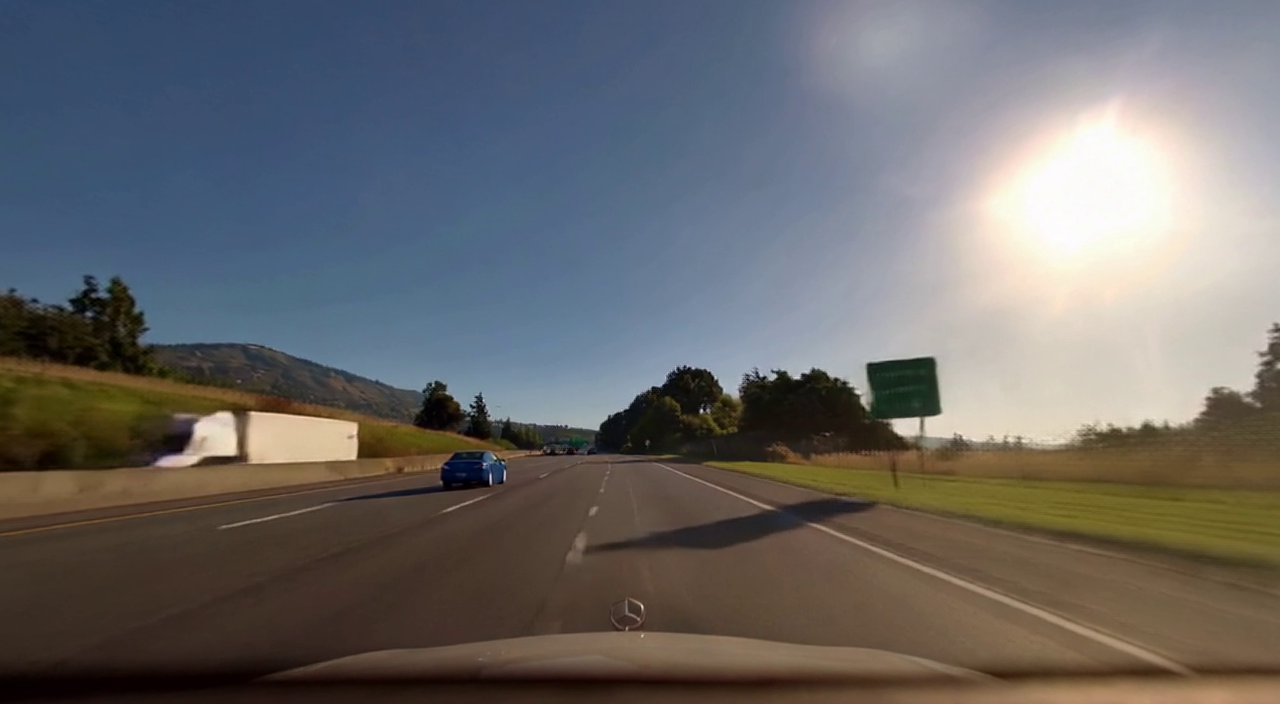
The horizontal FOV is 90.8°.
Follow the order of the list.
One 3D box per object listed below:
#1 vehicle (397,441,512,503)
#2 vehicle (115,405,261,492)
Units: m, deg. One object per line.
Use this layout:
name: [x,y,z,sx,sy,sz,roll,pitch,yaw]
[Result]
vehicle: [-5.080,3.330,17.913,2.121,1.537,3.852,0,-8,-1]
vehicle: [-22.577,4.869,32.057,2.928,3.915,5.990,0,-8,-2]
